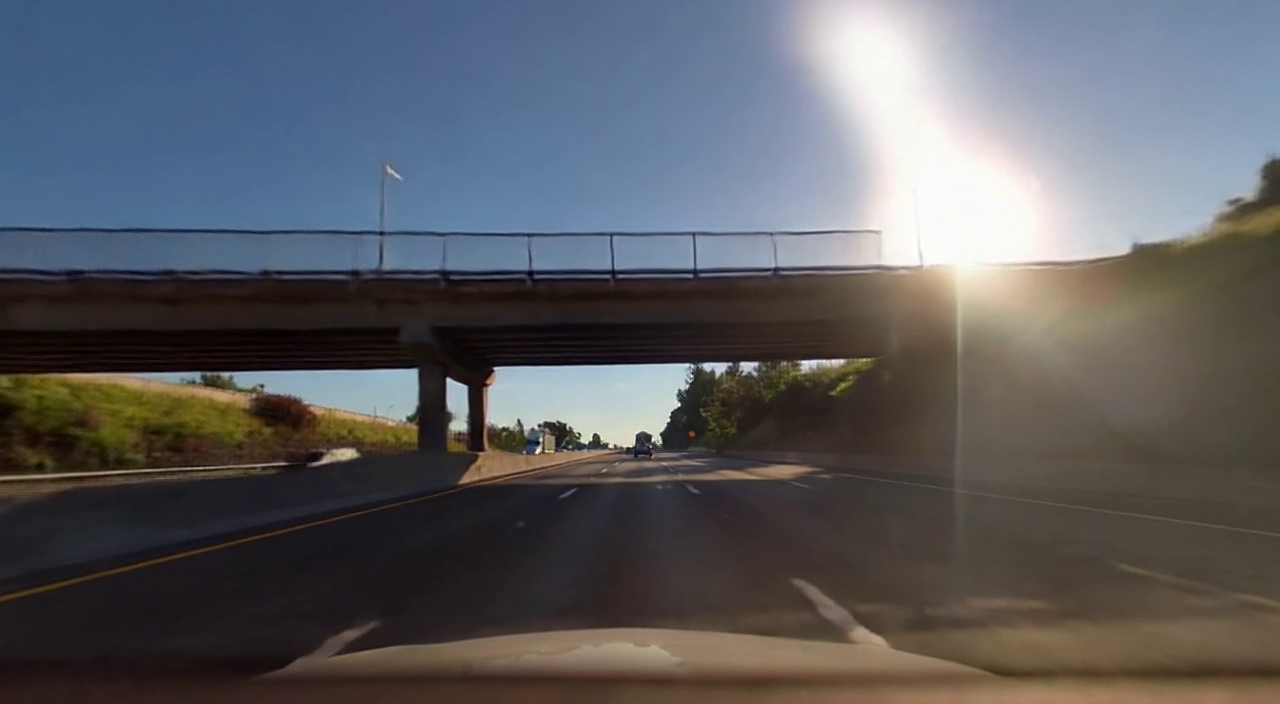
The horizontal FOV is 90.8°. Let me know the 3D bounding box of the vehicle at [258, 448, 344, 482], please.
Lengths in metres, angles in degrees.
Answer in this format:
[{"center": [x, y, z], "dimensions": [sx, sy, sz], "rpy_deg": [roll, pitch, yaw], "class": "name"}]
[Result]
[{"center": [-18.851, 6.277, 35.392], "dimensions": [2.010, 1.771, 4.812], "rpy_deg": [-1, -9, 1], "class": "vehicle"}]
